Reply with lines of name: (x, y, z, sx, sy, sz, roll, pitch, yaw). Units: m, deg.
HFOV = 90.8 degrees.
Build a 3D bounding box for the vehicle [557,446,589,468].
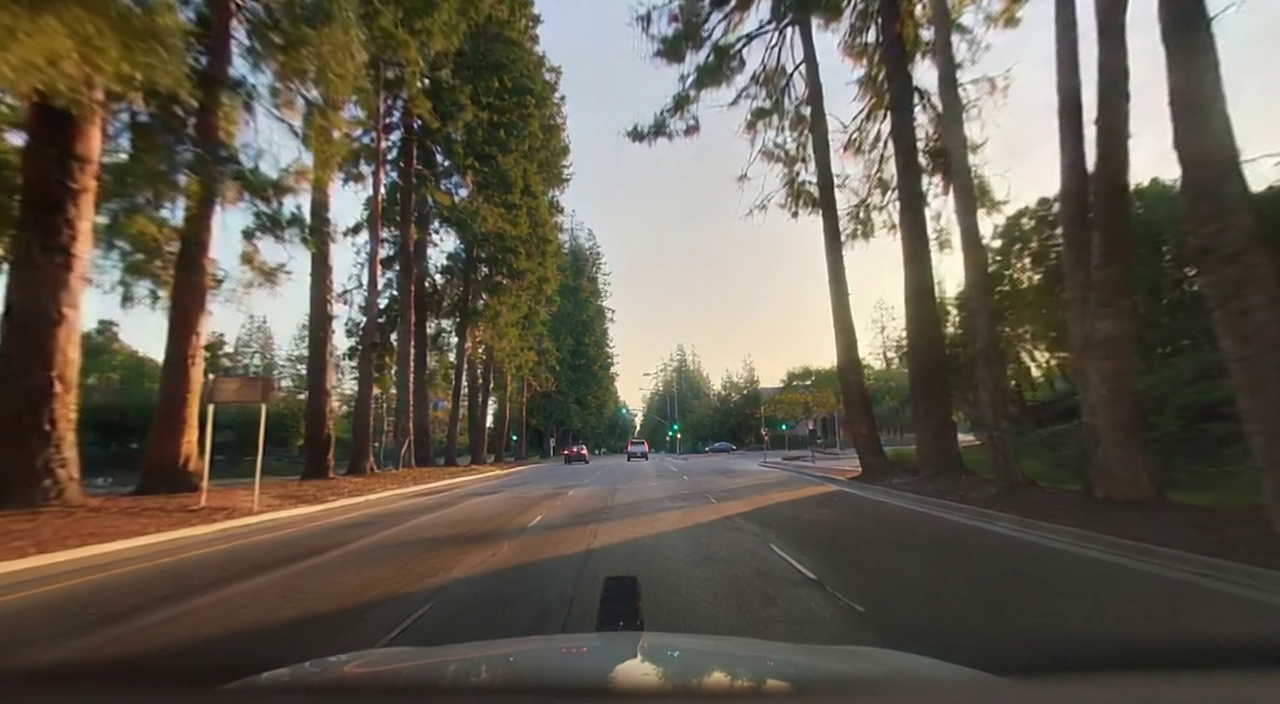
vehicle: (-4.482, 7.064, 42.603, 1.674, 1.408, 4.141, 0, -8, 1)
